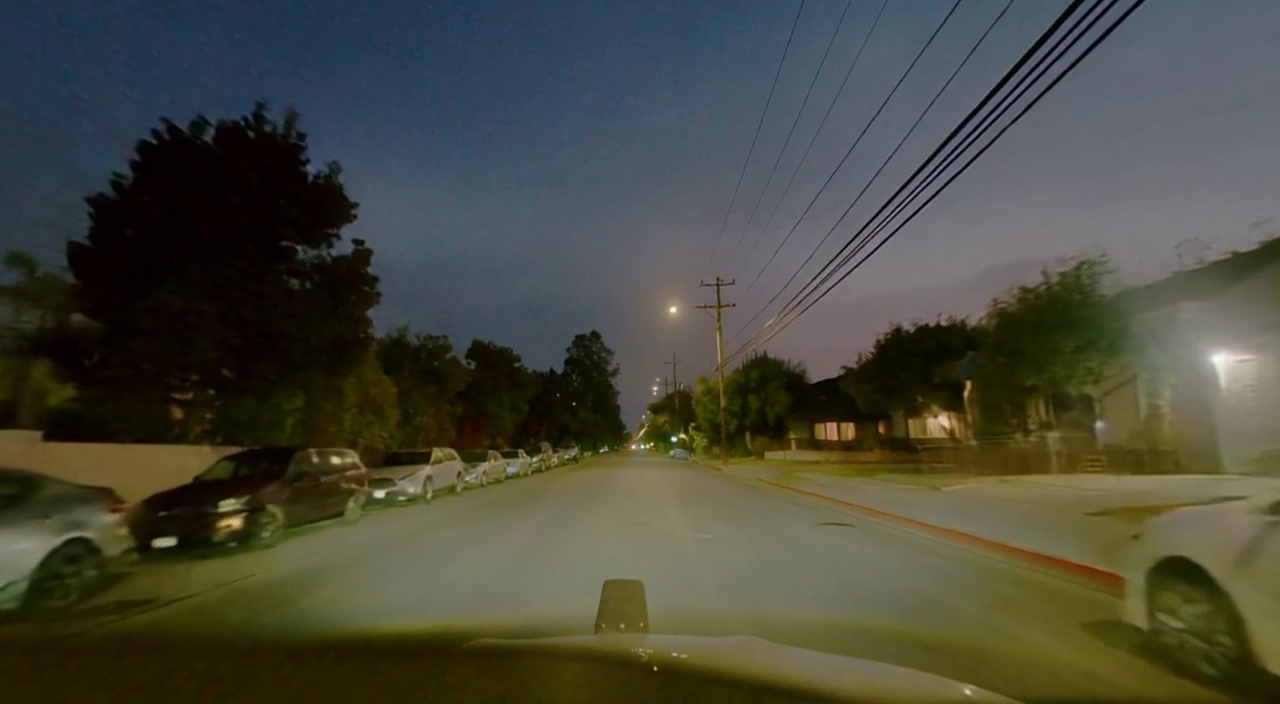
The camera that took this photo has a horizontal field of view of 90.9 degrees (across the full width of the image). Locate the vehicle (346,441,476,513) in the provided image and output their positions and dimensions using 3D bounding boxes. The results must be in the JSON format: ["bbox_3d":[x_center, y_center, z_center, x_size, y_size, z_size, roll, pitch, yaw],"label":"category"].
[{"bbox_3d":[-6.124,3.335,17.494,1.848,1.698,4.482,0,-8,1],"label":"vehicle"}]

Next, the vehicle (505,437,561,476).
[{"bbox_3d":[-6.055,5.972,36.310,2.222,2.022,5.547,0,-8,0],"label":"vehicle"}]

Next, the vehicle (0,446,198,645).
[{"bbox_3d":[-6.111,1.489,4.662,2.231,1.492,4.727,1,-8,0],"label":"vehicle"}]

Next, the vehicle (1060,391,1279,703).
[{"bbox_3d":[3.870,0.815,1.671,2.006,1.607,5.068,0,-9,0],"label":"vehicle"}]

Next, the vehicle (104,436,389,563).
[{"bbox_3d":[-6.186,2.297,10.743,1.932,1.673,4.457,0,-8,1],"label":"vehicle"}]
